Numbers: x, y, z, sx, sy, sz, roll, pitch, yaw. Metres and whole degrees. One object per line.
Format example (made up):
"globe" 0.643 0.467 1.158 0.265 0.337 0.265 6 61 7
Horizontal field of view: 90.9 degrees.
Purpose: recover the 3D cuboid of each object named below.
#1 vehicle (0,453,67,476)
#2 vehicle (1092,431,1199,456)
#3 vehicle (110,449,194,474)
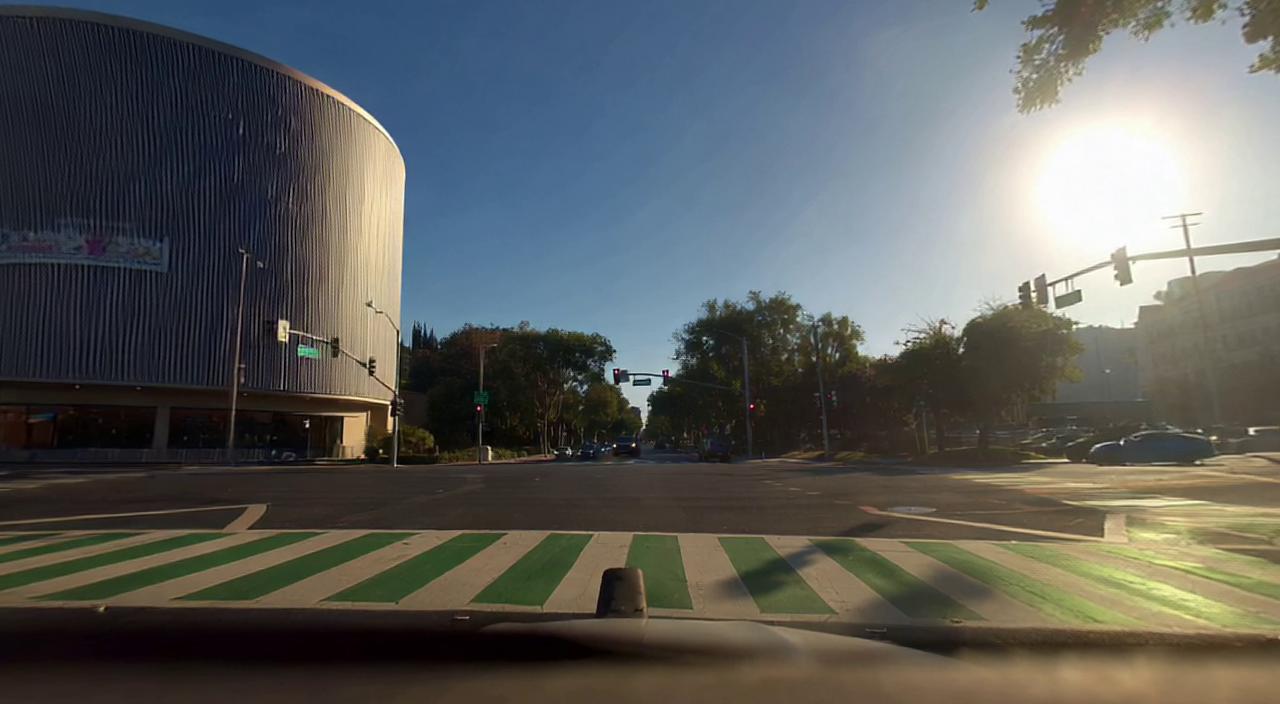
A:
"vehicle" -41.638 7.635 42.773 3.698 1.467 1.779 0 -8 1
"vehicle" 30.081 5.473 37.623 4.529 1.457 1.981 -1 -8 3
"vehicle" -33.053 7.408 42.755 4.136 1.661 1.857 0 -8 1
